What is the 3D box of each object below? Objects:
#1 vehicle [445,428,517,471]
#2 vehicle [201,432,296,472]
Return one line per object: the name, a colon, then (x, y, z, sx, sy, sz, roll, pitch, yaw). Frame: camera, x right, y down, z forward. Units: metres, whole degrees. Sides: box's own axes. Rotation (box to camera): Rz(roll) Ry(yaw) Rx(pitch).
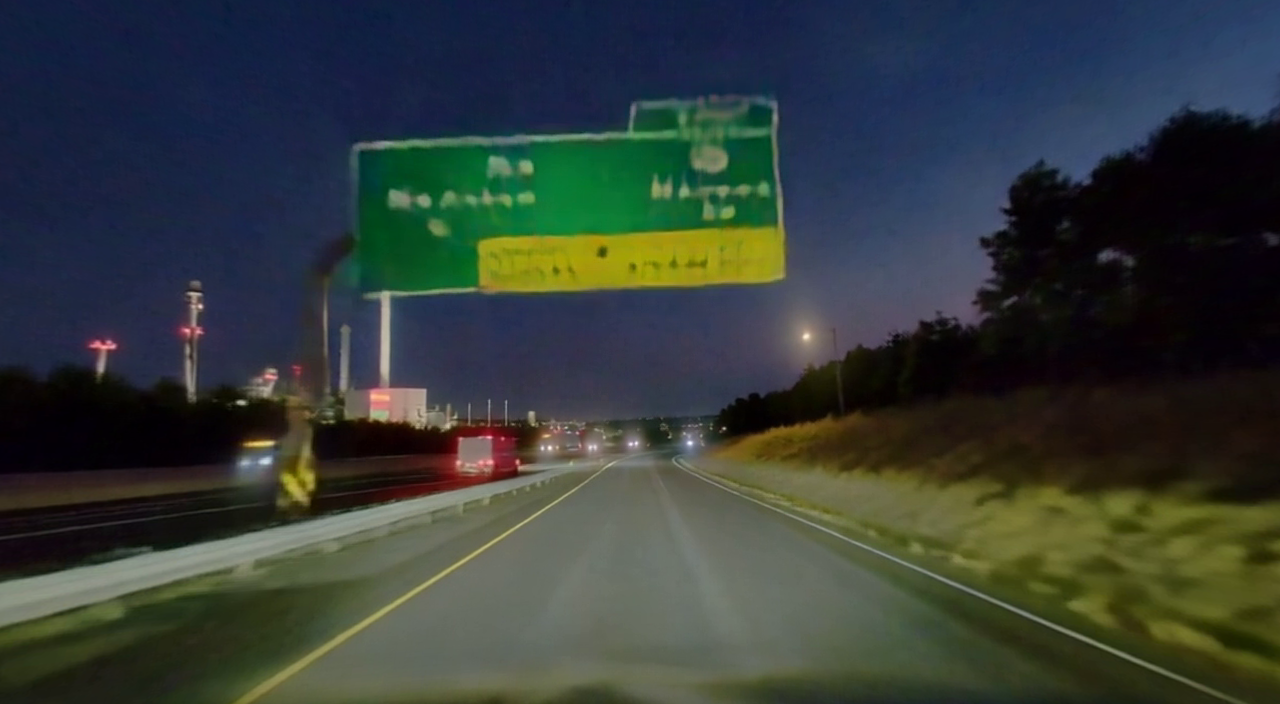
vehicle: (-11.049, 6.936, 44.774, 2.344, 2.702, 7.709, -1, -9, 6)
vehicle: (-29.291, 7.510, 47.586, 2.684, 2.789, 5.961, -2, -9, 9)
